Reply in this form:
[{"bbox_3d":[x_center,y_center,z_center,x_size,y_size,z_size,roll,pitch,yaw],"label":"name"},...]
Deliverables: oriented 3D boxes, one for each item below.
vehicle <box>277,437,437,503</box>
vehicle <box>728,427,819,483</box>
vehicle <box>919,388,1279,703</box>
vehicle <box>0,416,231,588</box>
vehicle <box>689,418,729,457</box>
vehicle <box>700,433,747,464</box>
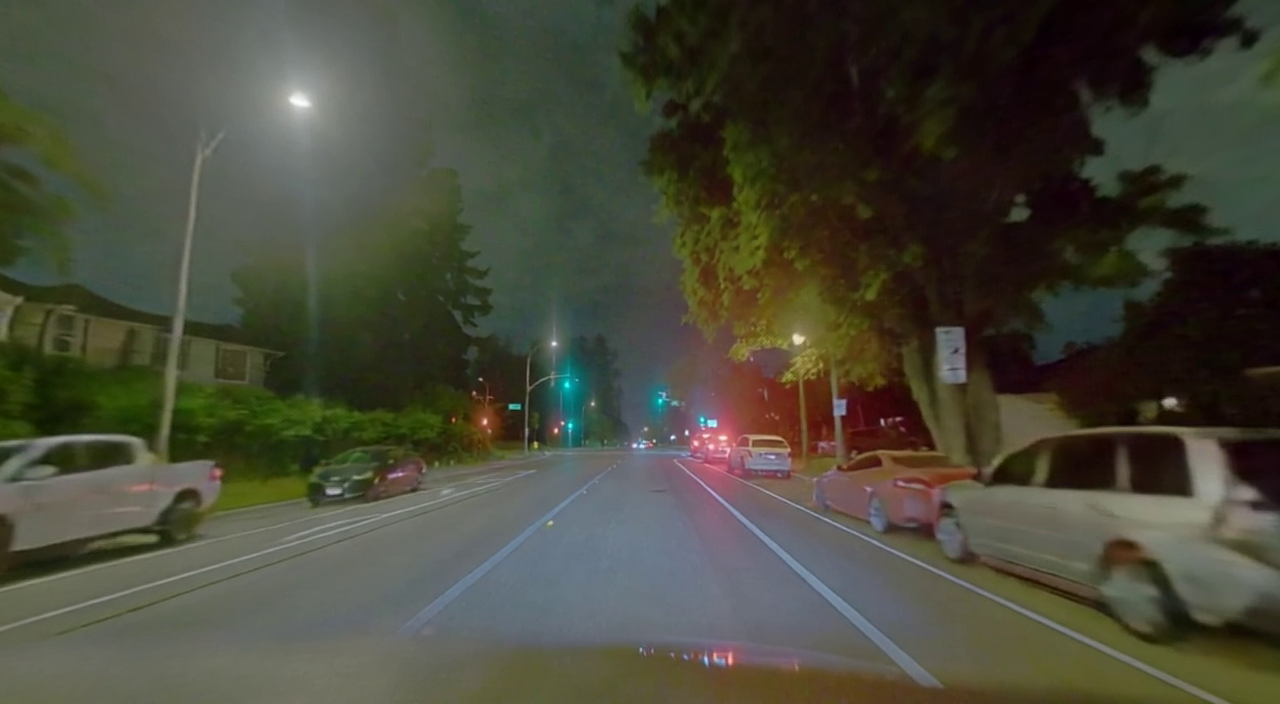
[{"bbox_3d":[-7.157,3.012,16.571,2.041,1.489,4.439,-1,-8,2],"label":"vehicle"},{"bbox_3d":[4.749,3.756,23.332,2.279,1.829,4.859,0,-8,0],"label":"vehicle"},{"bbox_3d":[4.413,1.296,5.007,2.118,1.701,5.067,0,-8,1],"label":"vehicle"},{"bbox_3d":[-7.412,1.688,7.537,1.985,1.714,4.395,0,-8,1],"label":"vehicle"},{"bbox_3d":[5.200,6.586,48.416,2.398,2.806,4.857,0,-8,-1],"label":"vehicle"},{"bbox_3d":[4.913,5.784,37.797,2.202,1.712,4.813,0,-8,1],"label":"vehicle"}]
